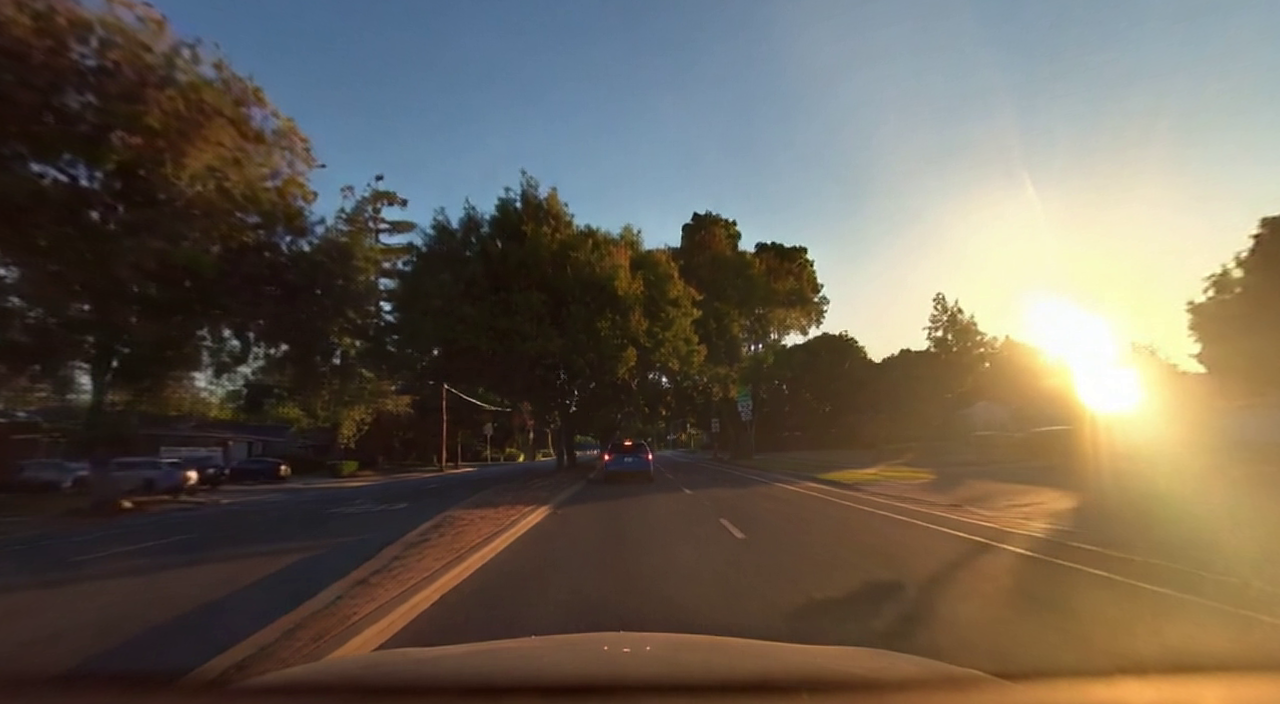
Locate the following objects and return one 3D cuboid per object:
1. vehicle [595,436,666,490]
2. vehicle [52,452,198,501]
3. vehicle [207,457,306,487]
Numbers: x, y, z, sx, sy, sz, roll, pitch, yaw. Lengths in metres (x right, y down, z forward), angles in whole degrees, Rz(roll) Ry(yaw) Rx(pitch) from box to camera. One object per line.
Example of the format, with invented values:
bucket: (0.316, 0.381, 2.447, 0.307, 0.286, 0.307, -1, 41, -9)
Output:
vehicle: (-0.279, 3.738, 21.629, 2.181, 1.639, 4.127, 0, -9, 0)
vehicle: (-21.633, 5.222, 26.669, 4.470, 1.917, 1.932, -1, -9, 3)
vehicle: (-21.655, 6.779, 35.795, 4.366, 1.526, 1.921, 0, -9, 0)
